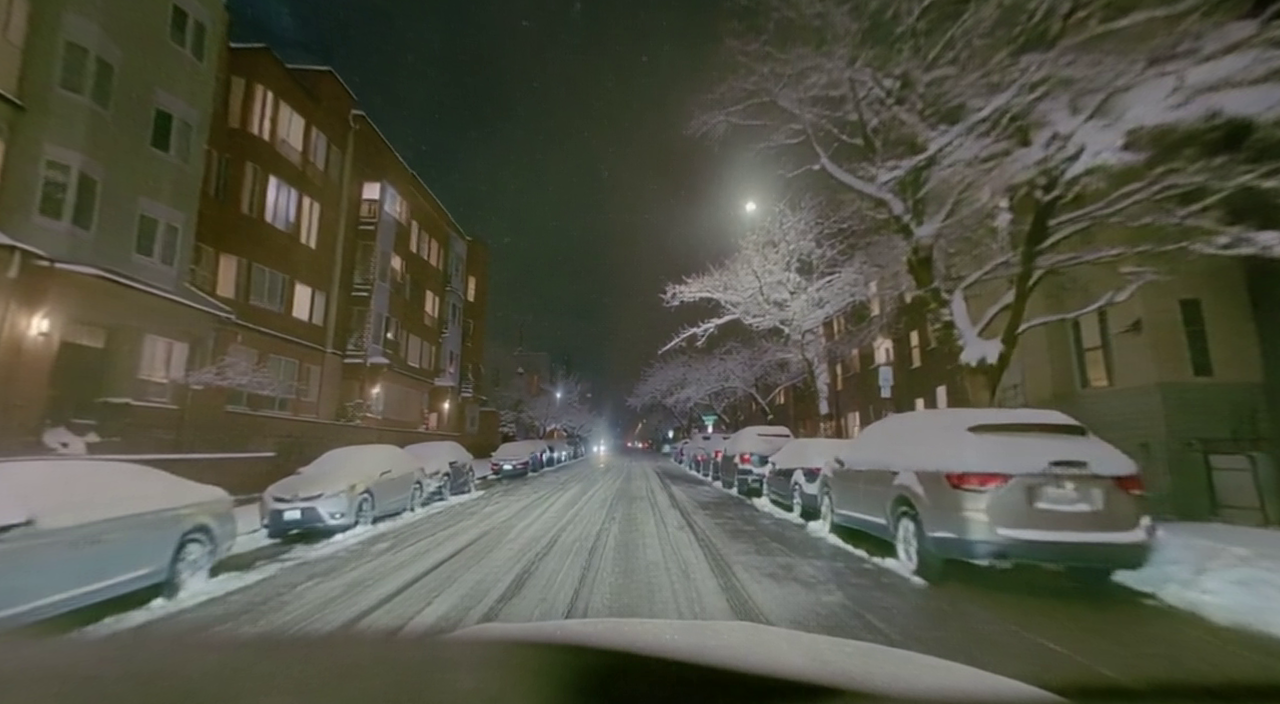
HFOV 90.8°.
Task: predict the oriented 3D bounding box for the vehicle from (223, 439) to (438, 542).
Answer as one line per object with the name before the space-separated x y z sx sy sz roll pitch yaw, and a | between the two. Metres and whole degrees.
vehicle | -5.319 2.385 11.665 1.711 1.500 4.510 0 -8 -1

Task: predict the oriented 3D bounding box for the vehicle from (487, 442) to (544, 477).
vehicle | -5.589 4.872 28.936 1.647 1.481 4.433 0 -8 1

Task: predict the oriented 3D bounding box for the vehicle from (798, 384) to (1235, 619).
vehicle | 3.530 1.515 7.464 1.912 1.781 5.159 0 -8 -1

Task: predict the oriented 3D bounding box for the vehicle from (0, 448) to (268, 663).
vehicle | -5.106 1.469 4.913 1.649 1.408 4.665 0 -8 -1
